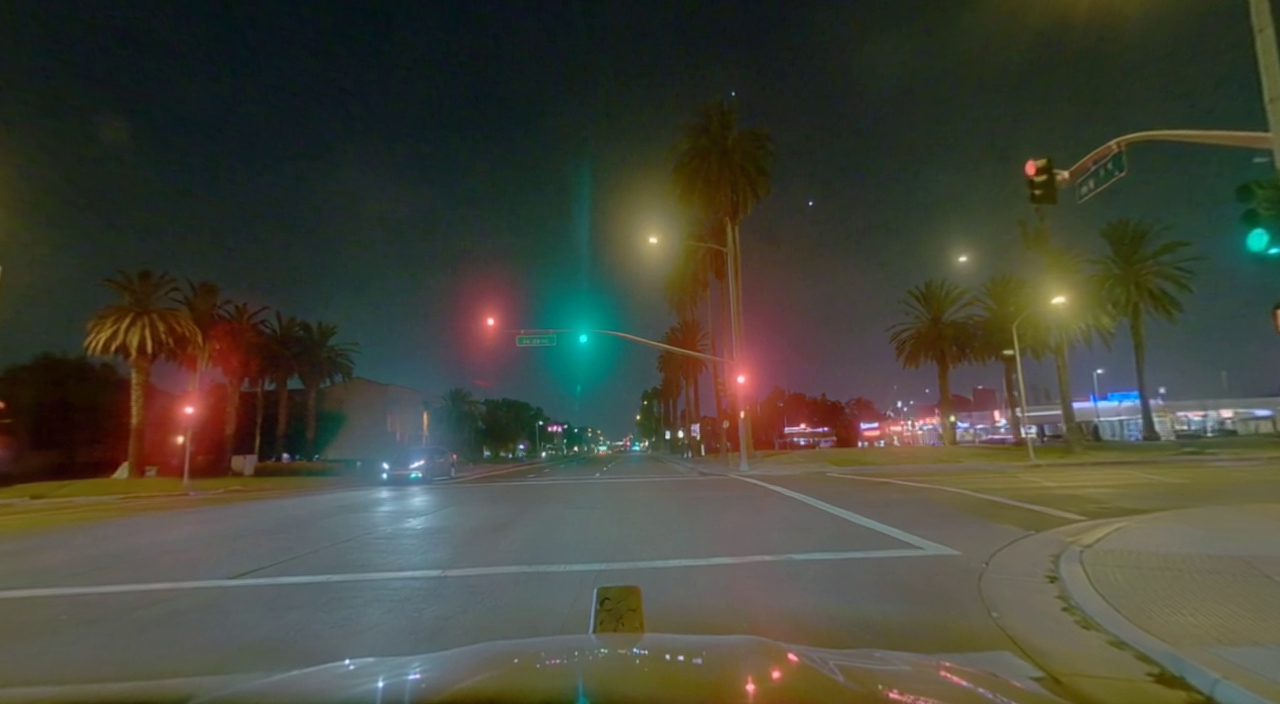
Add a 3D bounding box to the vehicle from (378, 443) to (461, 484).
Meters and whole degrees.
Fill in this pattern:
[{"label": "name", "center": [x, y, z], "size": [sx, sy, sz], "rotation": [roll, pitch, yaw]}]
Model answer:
[{"label": "vehicle", "center": [-10.751, 5.457, 31.172], "size": [2.270, 1.833, 4.860], "rotation": [0, -9, 1]}]
